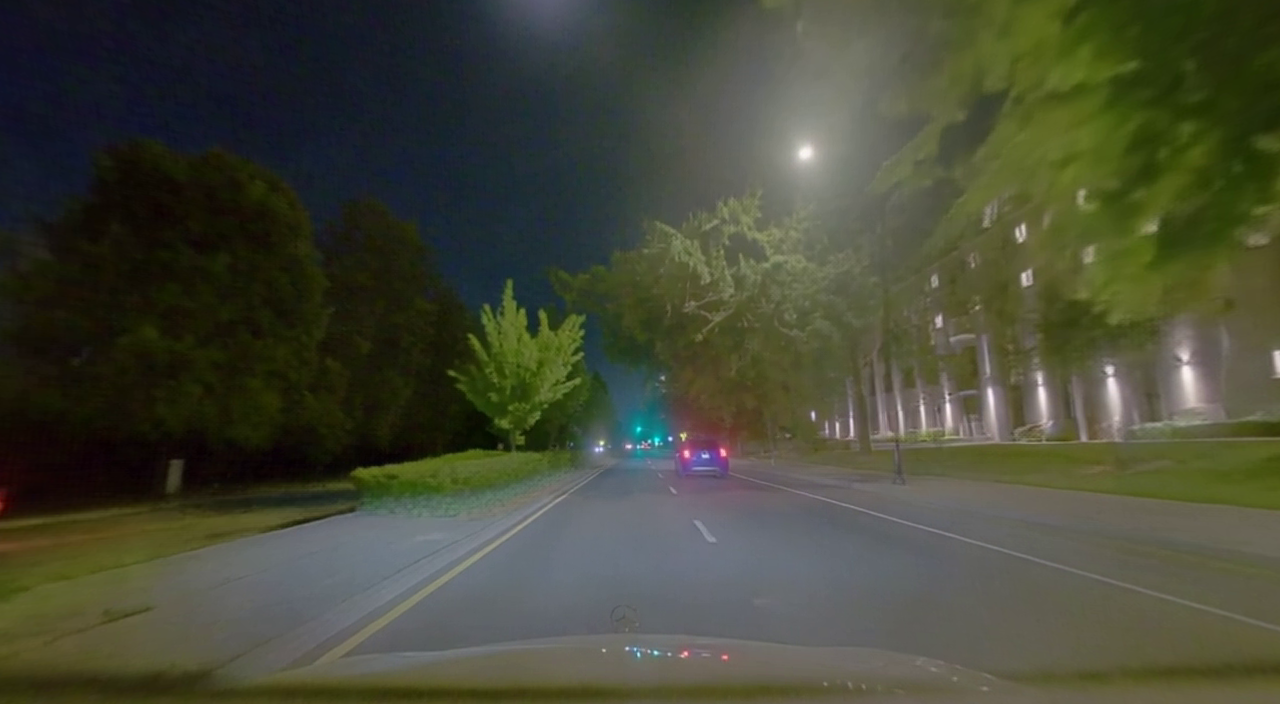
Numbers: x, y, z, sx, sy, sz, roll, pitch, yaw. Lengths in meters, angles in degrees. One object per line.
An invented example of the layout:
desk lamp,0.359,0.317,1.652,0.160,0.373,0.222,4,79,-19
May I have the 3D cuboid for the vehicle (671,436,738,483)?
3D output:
vehicle,2.486,4.313,25.592,2.164,1.725,4.285,0,-9,-1
